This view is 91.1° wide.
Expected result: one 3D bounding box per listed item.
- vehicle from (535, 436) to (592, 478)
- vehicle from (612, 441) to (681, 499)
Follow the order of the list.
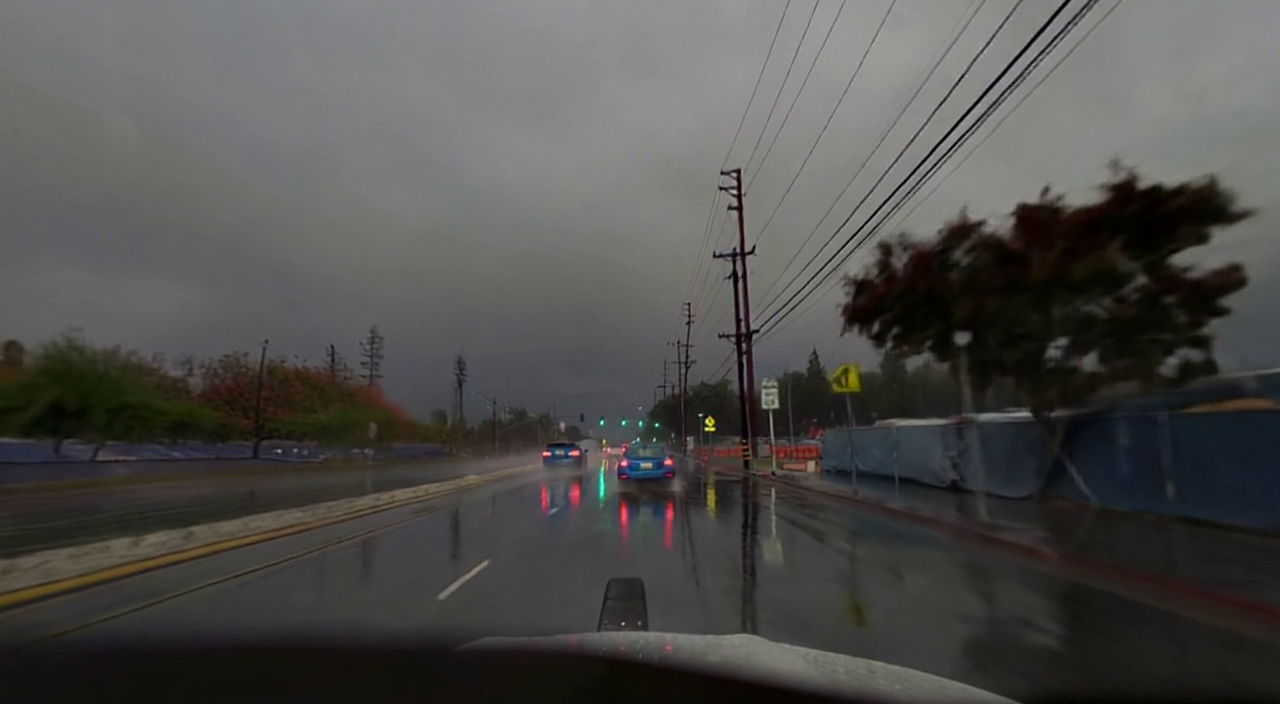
[{"bbox_3d":[-3.525,4.920,29.751,2.078,1.804,4.387,0,-8,1],"label":"vehicle"},{"bbox_3d":[0.185,3.771,20.575,2.059,1.691,3.980,0,-8,0],"label":"vehicle"}]
